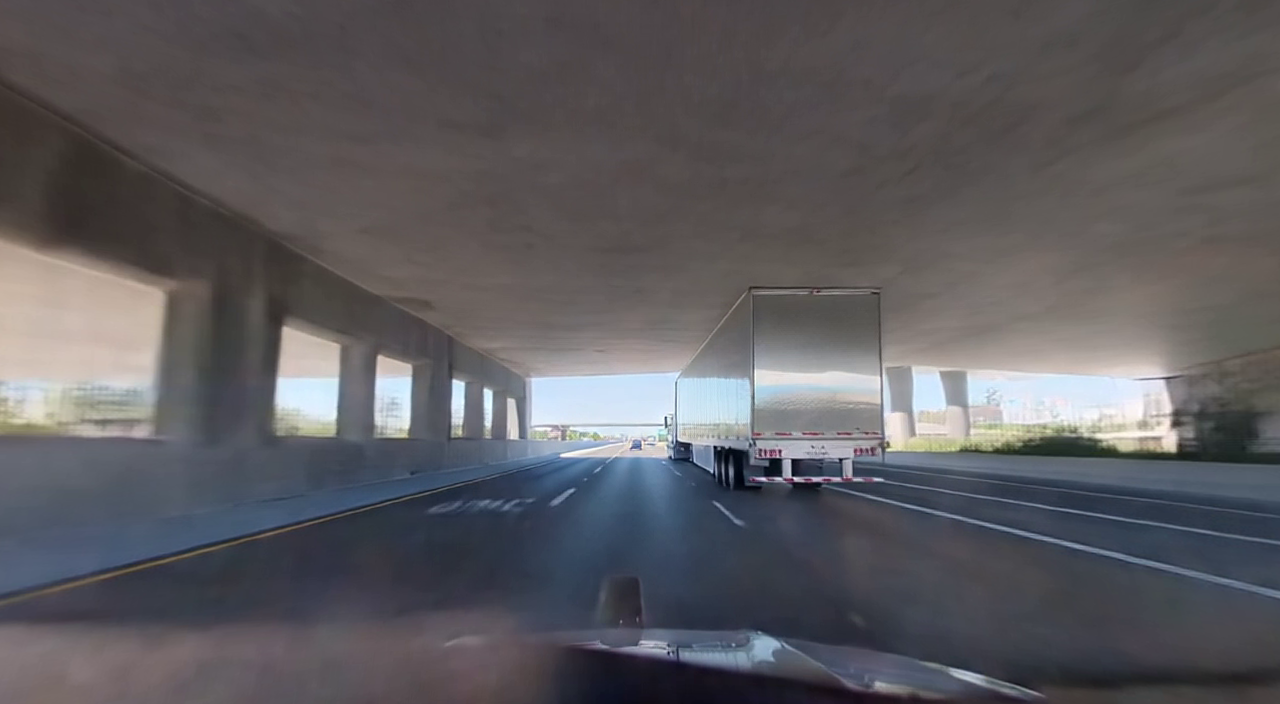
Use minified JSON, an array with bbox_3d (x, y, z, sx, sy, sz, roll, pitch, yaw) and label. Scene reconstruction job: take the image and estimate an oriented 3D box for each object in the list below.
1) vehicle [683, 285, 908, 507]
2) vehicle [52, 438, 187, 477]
[{"bbox_3d":[3.421,2.019,19.956,2.743,4.160,16.408,0,-9,-1],"label":"vehicle"},{"bbox_3d":[-21.662,4.419,26.572,1.824,1.490,4.483,0,-9,1],"label":"vehicle"}]
